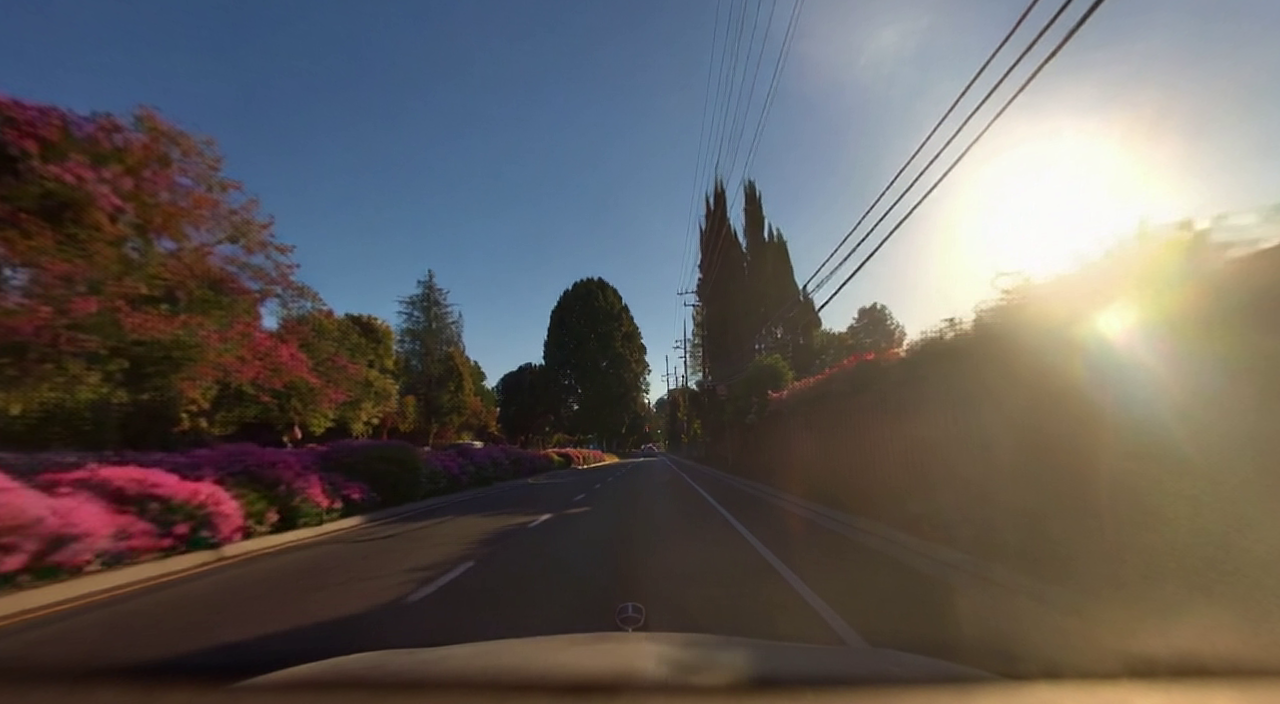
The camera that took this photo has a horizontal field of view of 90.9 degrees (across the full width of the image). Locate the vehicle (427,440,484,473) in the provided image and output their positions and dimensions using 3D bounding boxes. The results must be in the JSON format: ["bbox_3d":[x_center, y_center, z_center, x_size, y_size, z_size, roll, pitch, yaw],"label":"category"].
[{"bbox_3d":[-10.858,6.145,37.418,2.044,1.815,4.244,0,-8,1],"label":"vehicle"}]
